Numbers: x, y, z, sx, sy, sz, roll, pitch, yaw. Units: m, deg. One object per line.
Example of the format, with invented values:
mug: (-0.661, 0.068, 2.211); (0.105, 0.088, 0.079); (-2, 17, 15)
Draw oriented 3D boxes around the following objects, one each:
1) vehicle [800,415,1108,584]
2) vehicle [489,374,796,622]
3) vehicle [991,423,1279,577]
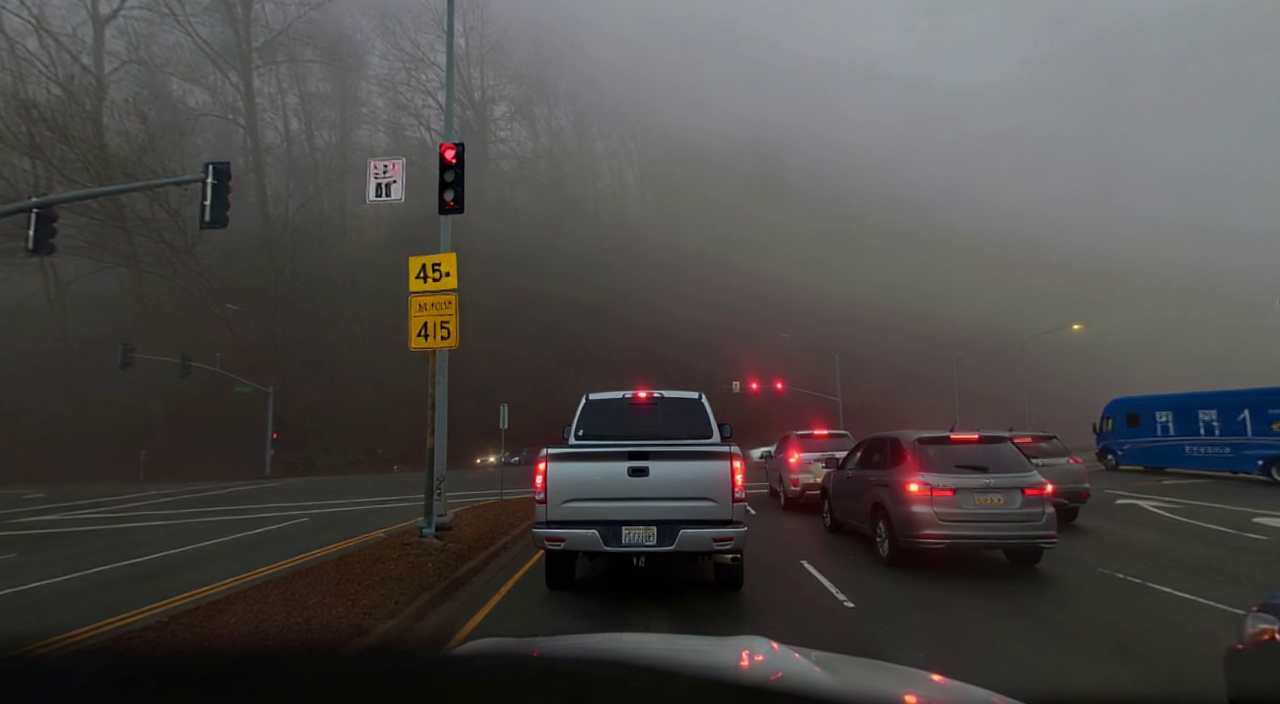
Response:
vehicle: (3.573, 1.731, 8.201); (1.981, 1.616, 4.006); (0, -8, 1)
vehicle: (0.044, 1.474, 7.356); (2.326, 1.880, 4.964); (0, -8, 1)
vehicle: (6.827, 1.743, 8.263); (1.973, 1.470, 4.228); (0, -8, 0)
